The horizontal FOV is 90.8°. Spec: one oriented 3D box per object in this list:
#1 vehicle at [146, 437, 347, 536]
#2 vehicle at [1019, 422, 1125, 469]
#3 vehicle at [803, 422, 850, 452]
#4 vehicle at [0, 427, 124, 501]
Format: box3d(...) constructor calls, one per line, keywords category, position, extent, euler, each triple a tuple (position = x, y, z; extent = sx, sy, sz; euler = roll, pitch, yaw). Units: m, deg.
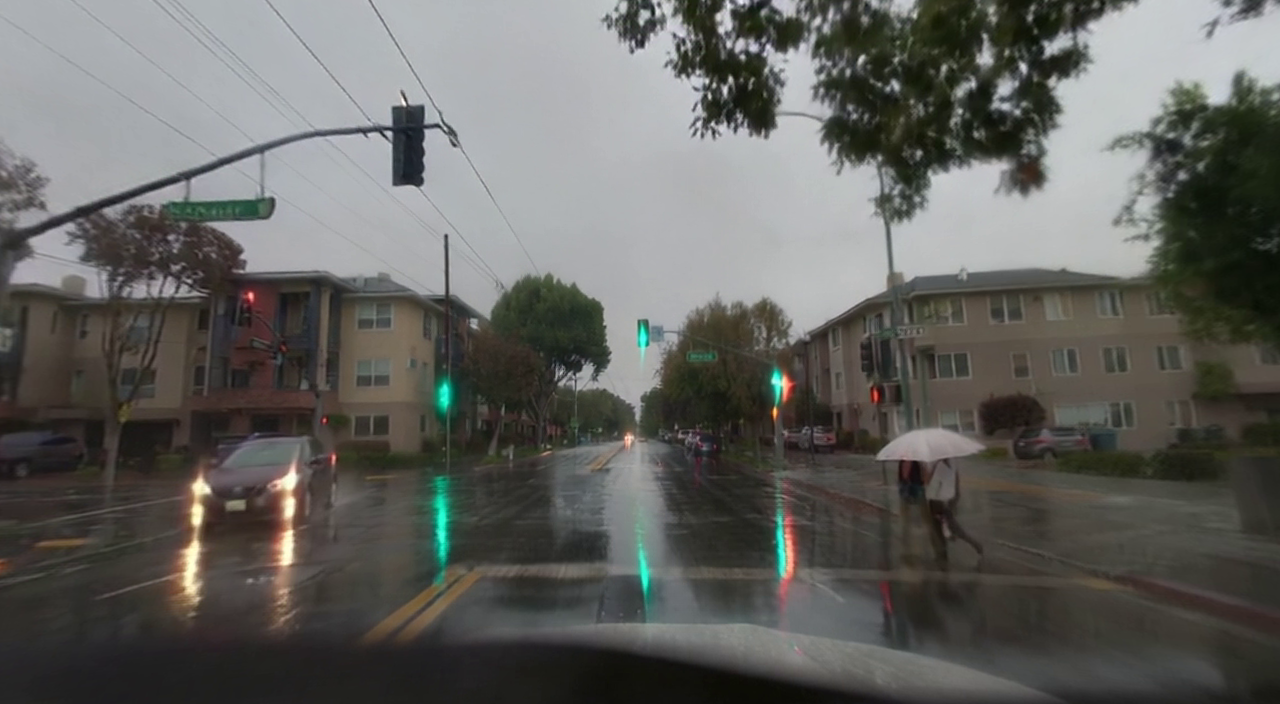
box3d(category="vehicle", position=(-7.151, 2.373, 11.347), extent=(4.135, 1.424, 1.945), euler=(-12, -14, 42))
box3d(category="vehicle", position=(17.124, 3.760, 25.314), extent=(2.013, 1.722, 4.007), euler=(-2, -9, 12))
box3d(category="vehicle", position=(11.447, 5.296, 39.035), extent=(1.950, 1.714, 4.245), euler=(-1, -9, 6))
box3d(category="vehicle", position=(-17.561, 3.117, 17.334), extent=(4.804, 1.842, 2.171), euler=(-2, -8, -2))
